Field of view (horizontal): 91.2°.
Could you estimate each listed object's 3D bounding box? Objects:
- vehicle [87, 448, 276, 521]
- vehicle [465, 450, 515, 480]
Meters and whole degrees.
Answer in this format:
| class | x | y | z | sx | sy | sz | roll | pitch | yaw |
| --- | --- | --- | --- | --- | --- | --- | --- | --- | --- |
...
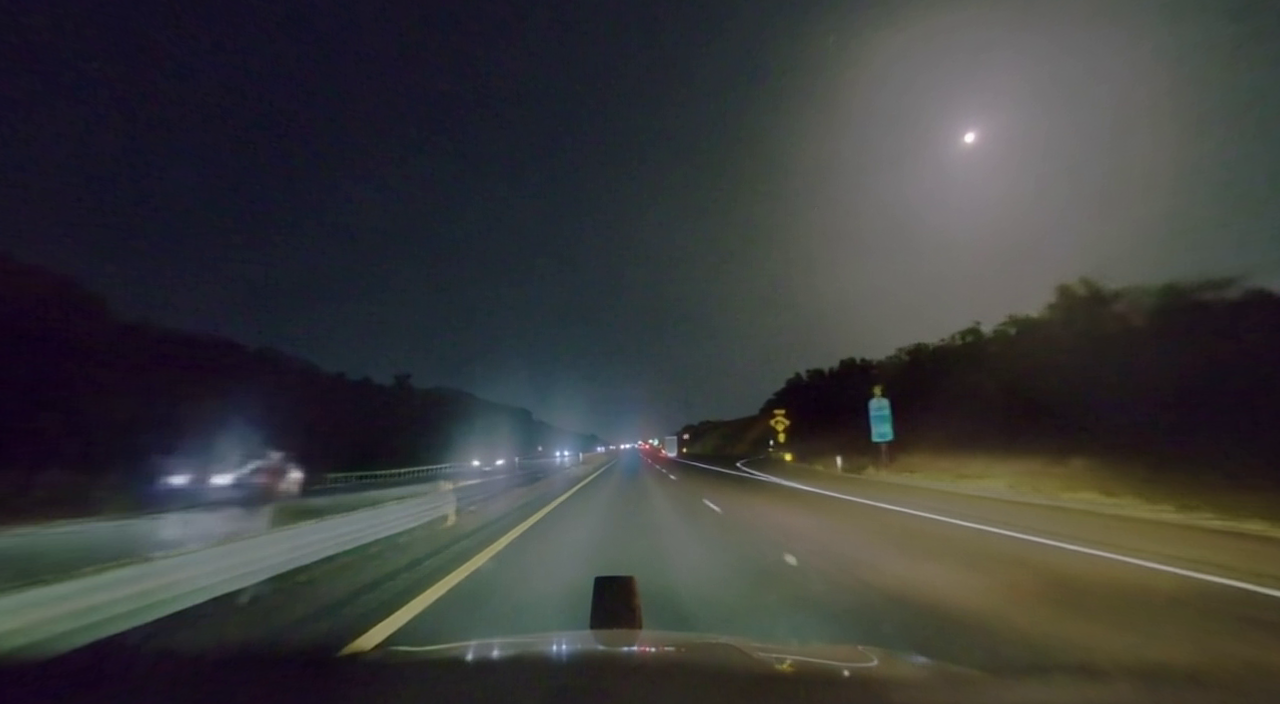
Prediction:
| class | x | y | z | sx | sy | sz | roll | pitch | yaw |
| --- | --- | --- | --- | --- | --- | --- | --- | --- | --- |
| vehicle | -13.180 | 3.777 | 18.522 | 2.110 | 1.813 | 4.799 | 0 | -9 | -3 |
| vehicle | -8.656 | 6.528 | 36.511 | 1.961 | 1.587 | 4.391 | 0 | -9 | -2 |
